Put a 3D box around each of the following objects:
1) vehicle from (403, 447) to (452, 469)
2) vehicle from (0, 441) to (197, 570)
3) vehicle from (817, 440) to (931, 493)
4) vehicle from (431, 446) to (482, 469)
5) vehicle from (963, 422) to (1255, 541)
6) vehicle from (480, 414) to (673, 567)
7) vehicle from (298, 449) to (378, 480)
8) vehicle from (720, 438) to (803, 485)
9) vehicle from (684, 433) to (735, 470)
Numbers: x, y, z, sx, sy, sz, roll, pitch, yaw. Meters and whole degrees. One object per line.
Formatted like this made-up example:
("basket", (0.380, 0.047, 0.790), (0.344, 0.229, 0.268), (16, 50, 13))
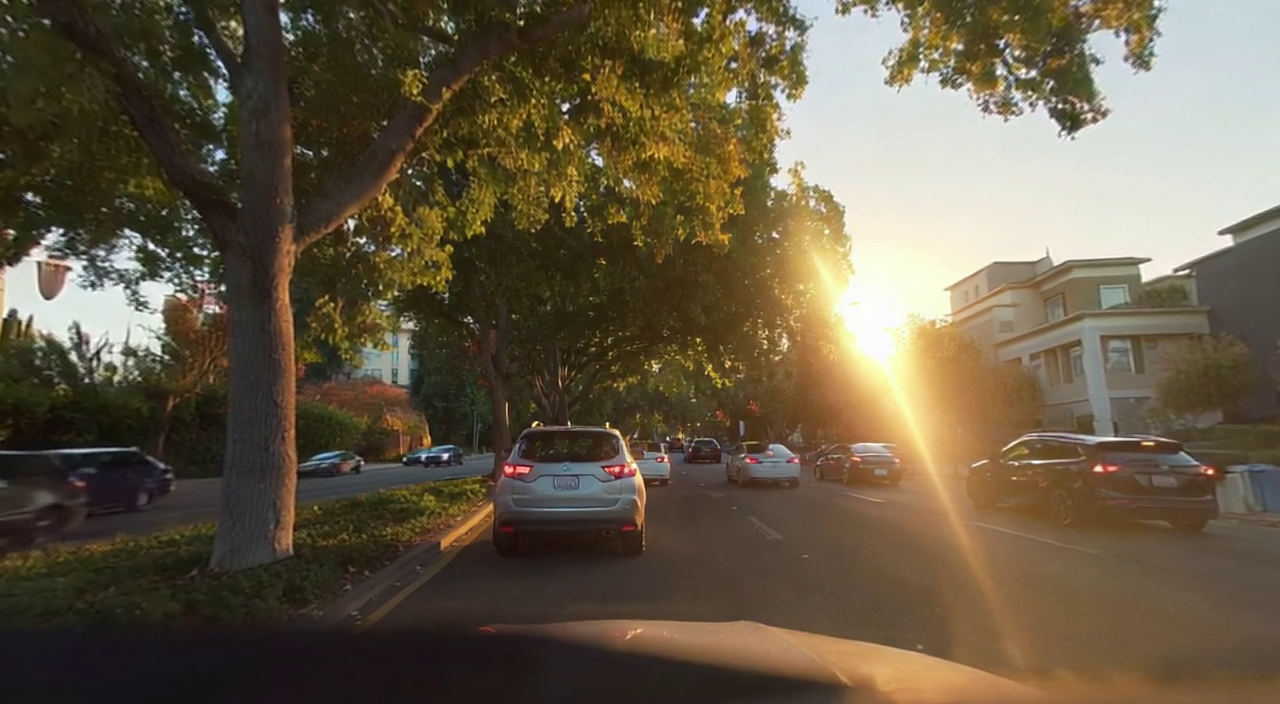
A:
("vehicle", (-16.010, 7.990, 47.846), (2.042, 1.500, 4.626), (0, -8, 1))
("vehicle", (-8.372, 1.890, 8.096), (2.039, 1.466, 4.553), (0, -8, 0))
("vehicle", (7.266, 3.565, 20.122), (1.977, 1.485, 4.308), (0, -8, 0))
("vehicle", (-12.144, 6.993, 42.080), (1.981, 1.463, 4.395), (0, -8, 1))
("vehicle", (7.942, 2.210, 11.425), (2.168, 1.709, 4.289), (-1, -8, 4))
("vehicle", (-0.846, 1.794, 8.875), (2.106, 1.655, 3.717), (1, -8, -5))
("vehicle", (-15.816, 5.882, 33.417), (1.900, 1.467, 4.609), (0, -8, 1))
("vehicle", (4.171, 3.856, 22.543), (2.175, 1.477, 4.520), (0, -8, 2))
("vehicle", (3.645, 5.337, 34.072), (2.114, 1.846, 4.659), (0, -8, -1))
